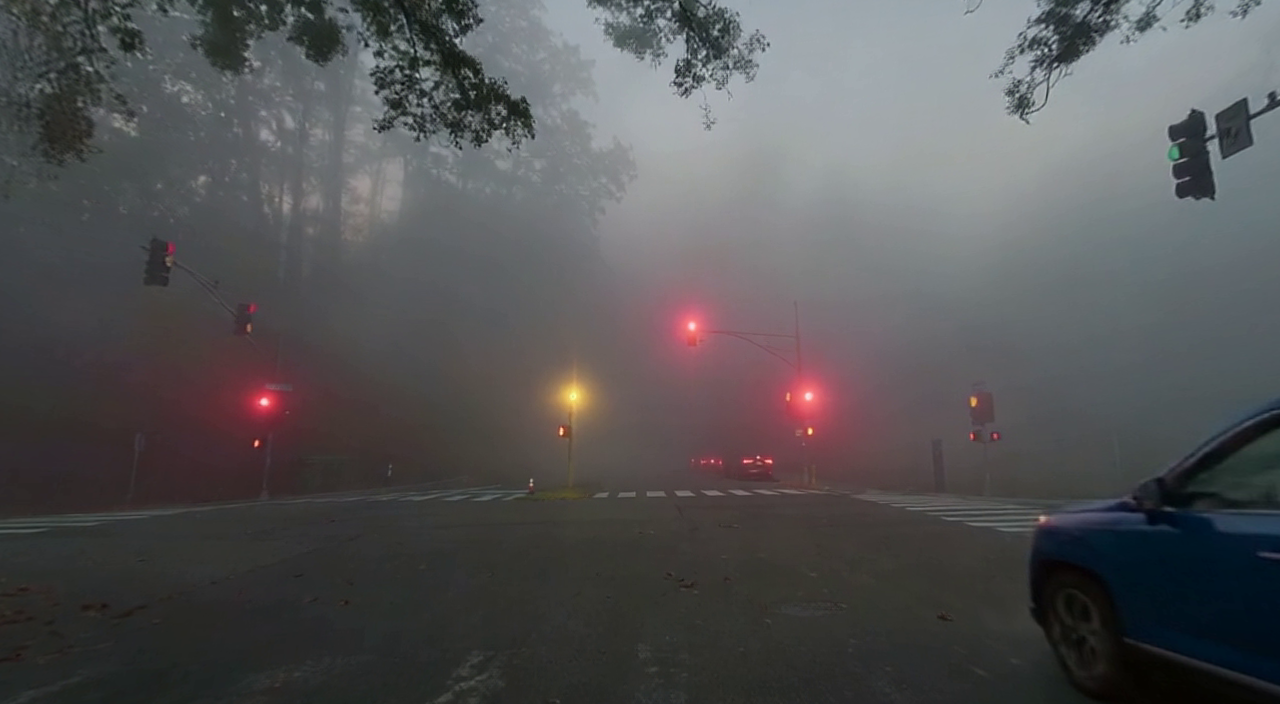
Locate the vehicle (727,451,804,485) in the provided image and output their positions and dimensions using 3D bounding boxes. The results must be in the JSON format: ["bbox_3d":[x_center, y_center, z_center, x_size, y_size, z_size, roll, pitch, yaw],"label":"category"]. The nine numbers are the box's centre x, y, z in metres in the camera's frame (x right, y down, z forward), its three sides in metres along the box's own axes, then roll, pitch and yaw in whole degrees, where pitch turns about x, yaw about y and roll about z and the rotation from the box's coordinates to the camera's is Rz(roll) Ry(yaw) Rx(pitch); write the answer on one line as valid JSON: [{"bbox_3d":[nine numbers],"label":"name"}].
[{"bbox_3d":[8.841,8.237,45.411,2.771,2.214,7.159,2,-9,-12],"label":"vehicle"}]

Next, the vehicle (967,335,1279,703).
[{"bbox_3d":[3.222,0.703,1.609,2.140,1.655,4.786,0,-9,-1],"label":"vehicle"}]
